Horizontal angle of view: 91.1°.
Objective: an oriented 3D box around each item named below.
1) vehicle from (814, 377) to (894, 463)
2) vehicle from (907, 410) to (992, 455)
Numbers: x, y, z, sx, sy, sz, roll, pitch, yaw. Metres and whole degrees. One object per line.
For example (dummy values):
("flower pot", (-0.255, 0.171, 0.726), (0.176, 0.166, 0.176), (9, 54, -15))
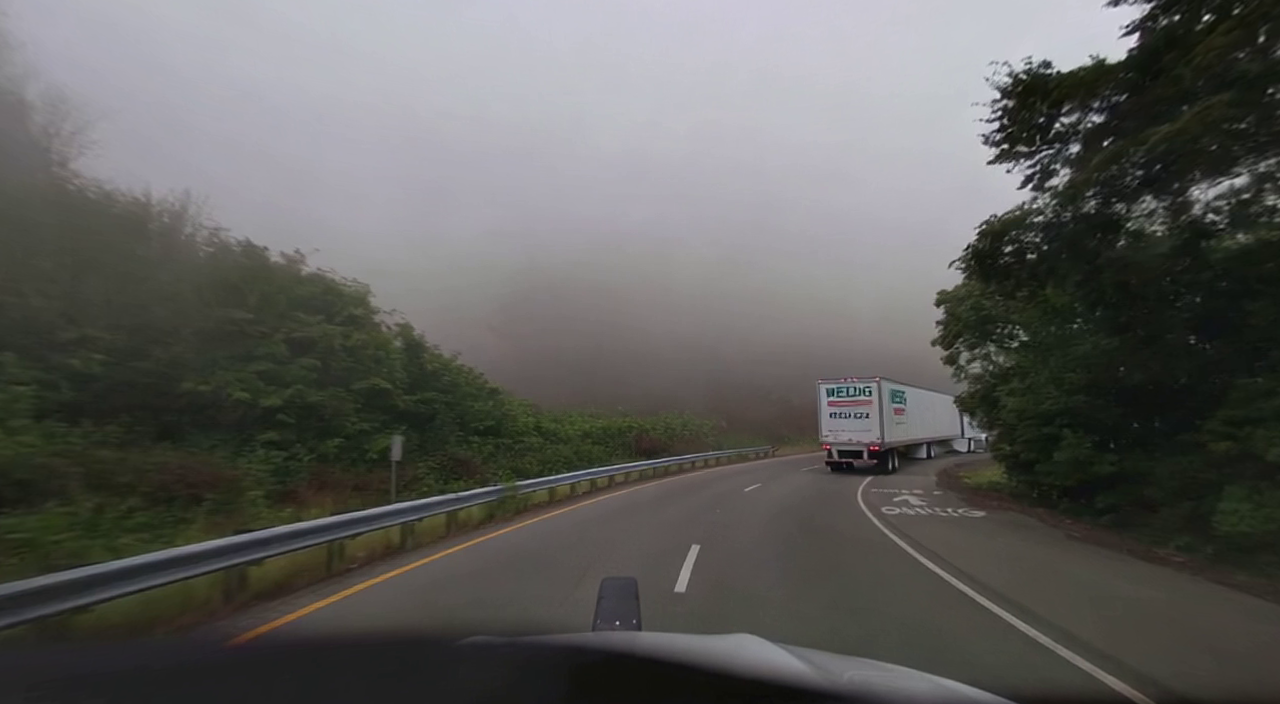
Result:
("vehicle", (10.153, 3.270, 29.729), (2.963, 3.771, 3.137), (-4, -9, 29))
("vehicle", (19.093, 4.946, 38.594), (6.650, 2.524, 2.120), (7, -10, -41))
